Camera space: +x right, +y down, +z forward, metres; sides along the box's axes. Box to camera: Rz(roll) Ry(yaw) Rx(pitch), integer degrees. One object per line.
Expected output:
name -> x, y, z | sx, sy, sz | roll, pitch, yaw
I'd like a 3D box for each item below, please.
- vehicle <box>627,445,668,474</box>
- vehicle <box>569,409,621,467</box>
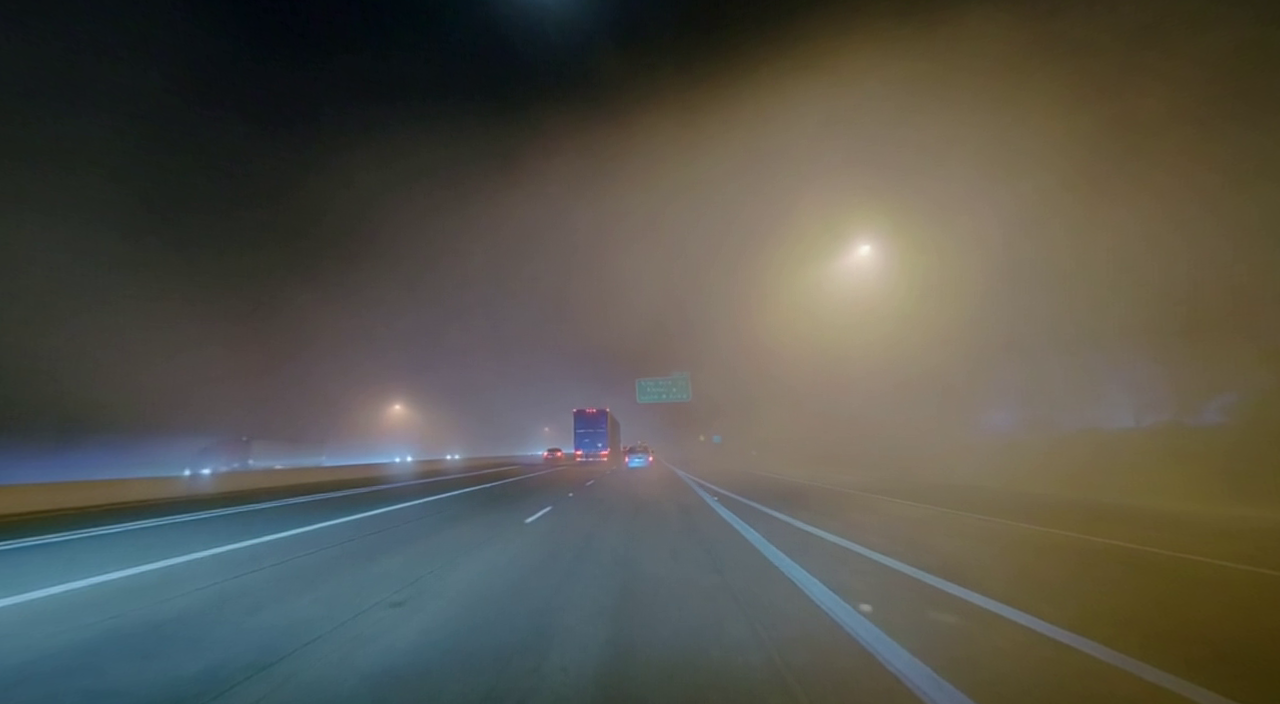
vehicle -> 0.382, 5.775, 34.101 | 2.066, 1.469, 4.050 | 0, -9, 0
vehicle -> -3.259, 6.794, 49.018 | 3.053, 3.948, 11.288 | 0, -9, 1
